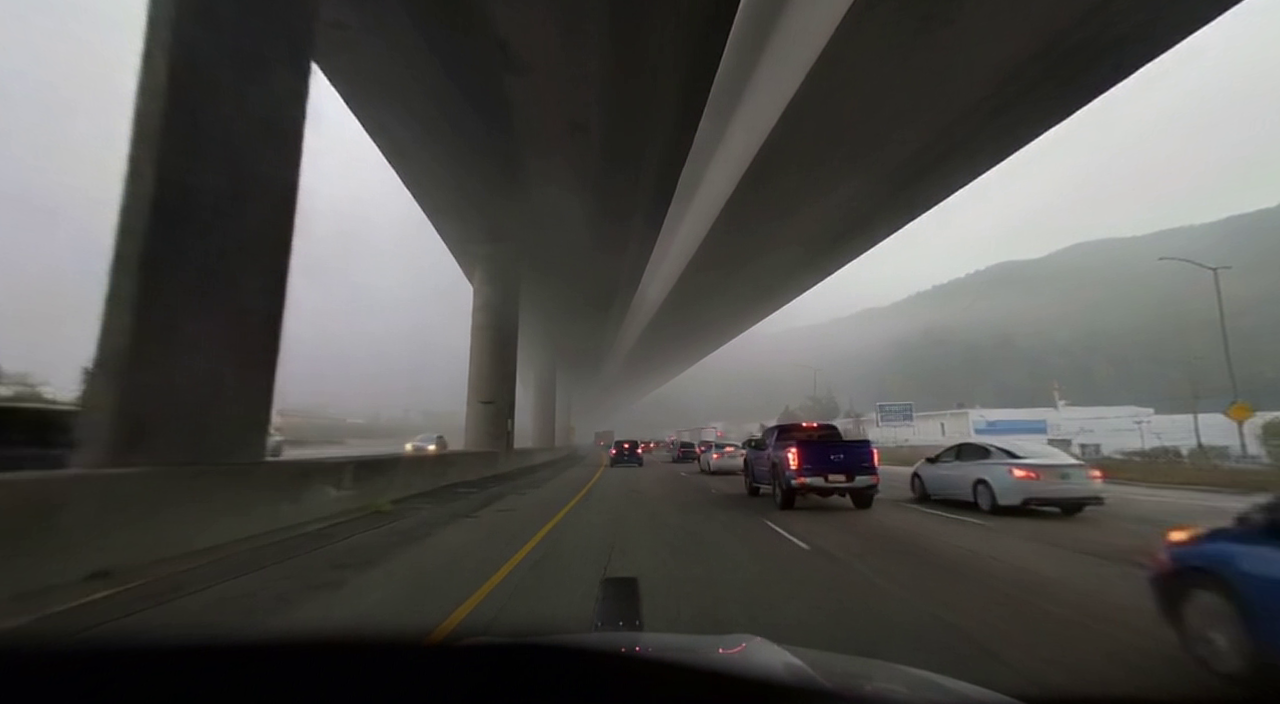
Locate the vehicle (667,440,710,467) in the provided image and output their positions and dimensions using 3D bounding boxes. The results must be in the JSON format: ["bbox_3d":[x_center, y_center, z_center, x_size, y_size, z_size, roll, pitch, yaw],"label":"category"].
[{"bbox_3d":[2.923,6.251,39.090,2.057,1.517,4.538,0,-8,-3],"label":"vehicle"}]

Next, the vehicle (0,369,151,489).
[{"bbox_3d":[-10.943,1.275,10.323,2.118,1.831,4.729,0,-8,-1],"label":"vehicle"}]

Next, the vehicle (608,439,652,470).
[{"bbox_3d":[-0.570,5.517,34.287,2.266,1.549,3.978,0,-8,-1],"label":"vehicle"}]

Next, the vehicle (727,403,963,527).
[{"bbox_3d":[3.933,2.407,14.150,2.747,2.061,7.011,0,-8,-2],"label":"vehicle"}]

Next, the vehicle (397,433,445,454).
[{"bbox_3d":[-16.242,6.846,47.099,1.974,1.493,4.796,0,-8,-2],"label":"vehicle"}]

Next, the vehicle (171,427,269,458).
[{"bbox_3d":[-21.550,4.688,32.722,1.899,1.489,4.952,0,-8,-3],"label":"vehicle"}]

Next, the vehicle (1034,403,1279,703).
[{"bbox_3d":[3.907,0.863,2.043,2.048,1.497,4.952,0,-8,0],"label":"vehicle"}]
